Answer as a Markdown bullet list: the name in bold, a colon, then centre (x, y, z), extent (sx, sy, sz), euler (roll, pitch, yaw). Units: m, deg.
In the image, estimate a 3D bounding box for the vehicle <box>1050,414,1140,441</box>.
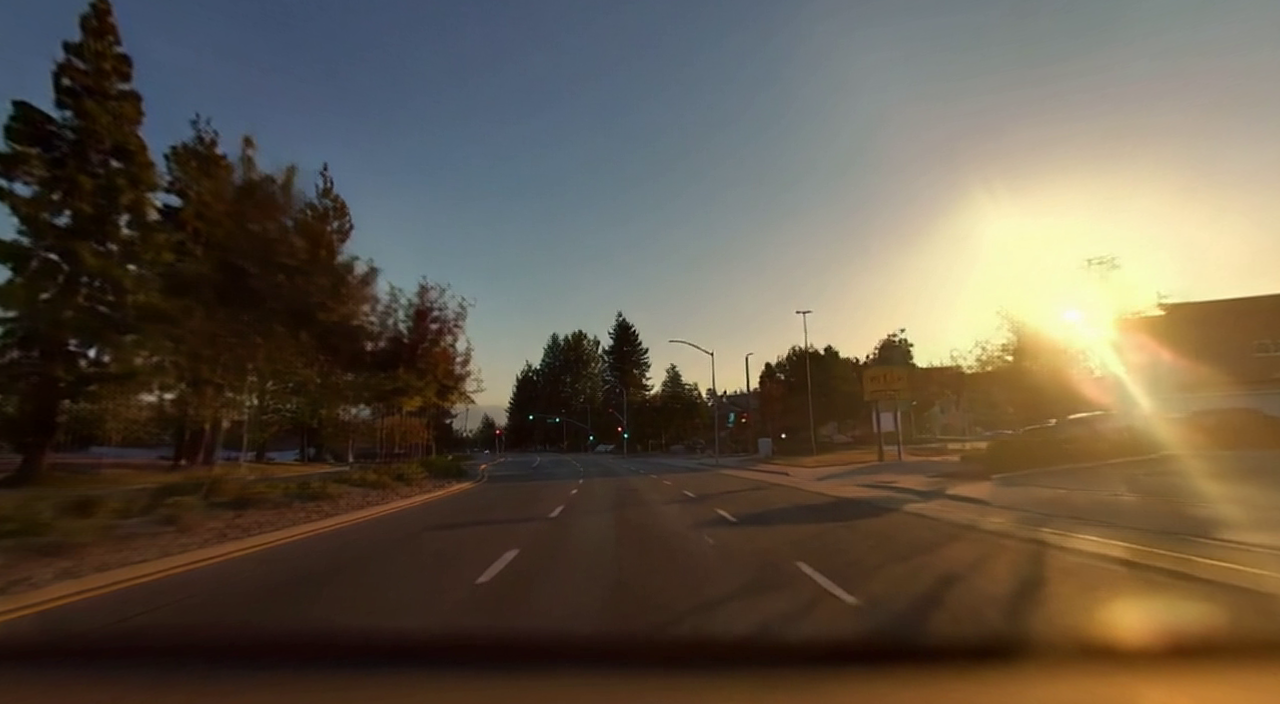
- **vehicle**: centre (27.206, 4.596, 37.878), extent (1.808, 1.485, 4.467), euler (1, -8, -5)
